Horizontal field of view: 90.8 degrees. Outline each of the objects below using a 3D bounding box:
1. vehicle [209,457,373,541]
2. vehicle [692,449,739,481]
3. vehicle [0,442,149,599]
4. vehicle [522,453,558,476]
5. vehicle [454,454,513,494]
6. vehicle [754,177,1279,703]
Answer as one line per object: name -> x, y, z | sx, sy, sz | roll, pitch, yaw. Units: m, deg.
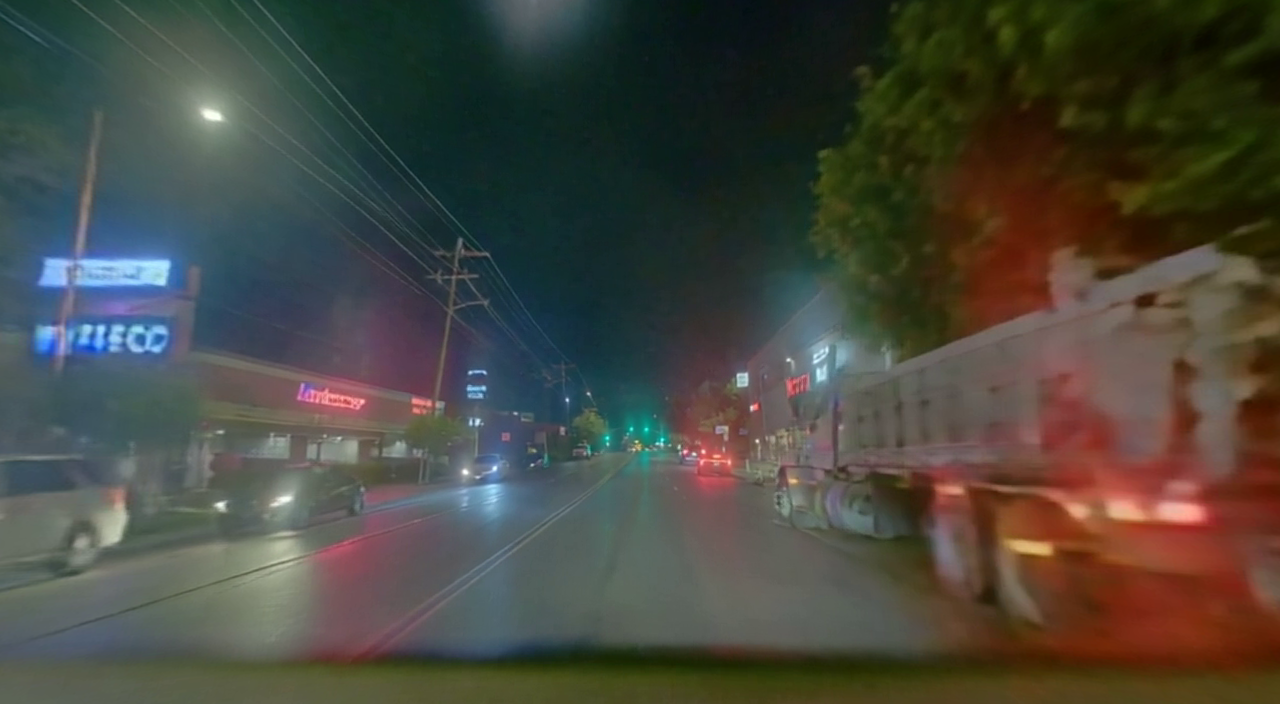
vehicle -> -7.776, 3.256, 14.538 | 1.678, 1.468, 3.706 | -4, -9, 0
vehicle -> 3.948, 6.006, 33.834 | 1.990, 1.521, 4.693 | 0, -8, 0
vehicle -> -7.750, 1.817, 6.611 | 1.882, 1.639, 4.187 | -3, -9, 0
vehicle -> -7.388, 8.304, 46.833 | 1.872, 1.455, 4.350 | -4, -8, 0
vehicle -> -7.538, 5.876, 30.786 | 1.787, 1.543, 4.052 | -3, -8, 1
vehicle -> 3.935, 1.029, 7.800 | 3.011, 3.127, 8.608 | -3, -7, -2
